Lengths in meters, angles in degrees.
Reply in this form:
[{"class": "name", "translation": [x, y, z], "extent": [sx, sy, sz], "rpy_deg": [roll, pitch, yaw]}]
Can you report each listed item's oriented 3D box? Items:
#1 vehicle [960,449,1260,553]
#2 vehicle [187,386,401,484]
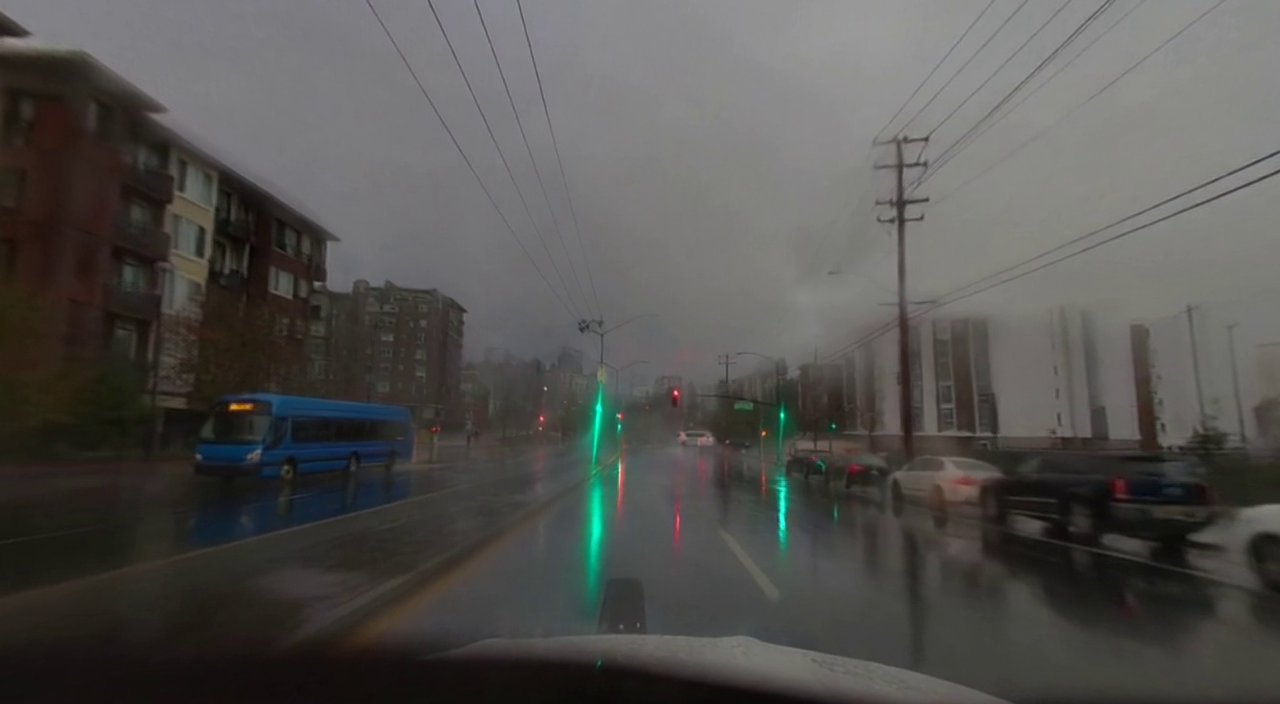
[{"class": "vehicle", "translation": [8.172, 2.580, 11.762], "extent": [1.996, 1.473, 4.740], "rpy_deg": [0, -8, 1]}, {"class": "vehicle", "translation": [-13.763, 3.573, 26.721], "extent": [3.060, 3.307, 9.997], "rpy_deg": [-1, -8, 2]}]
